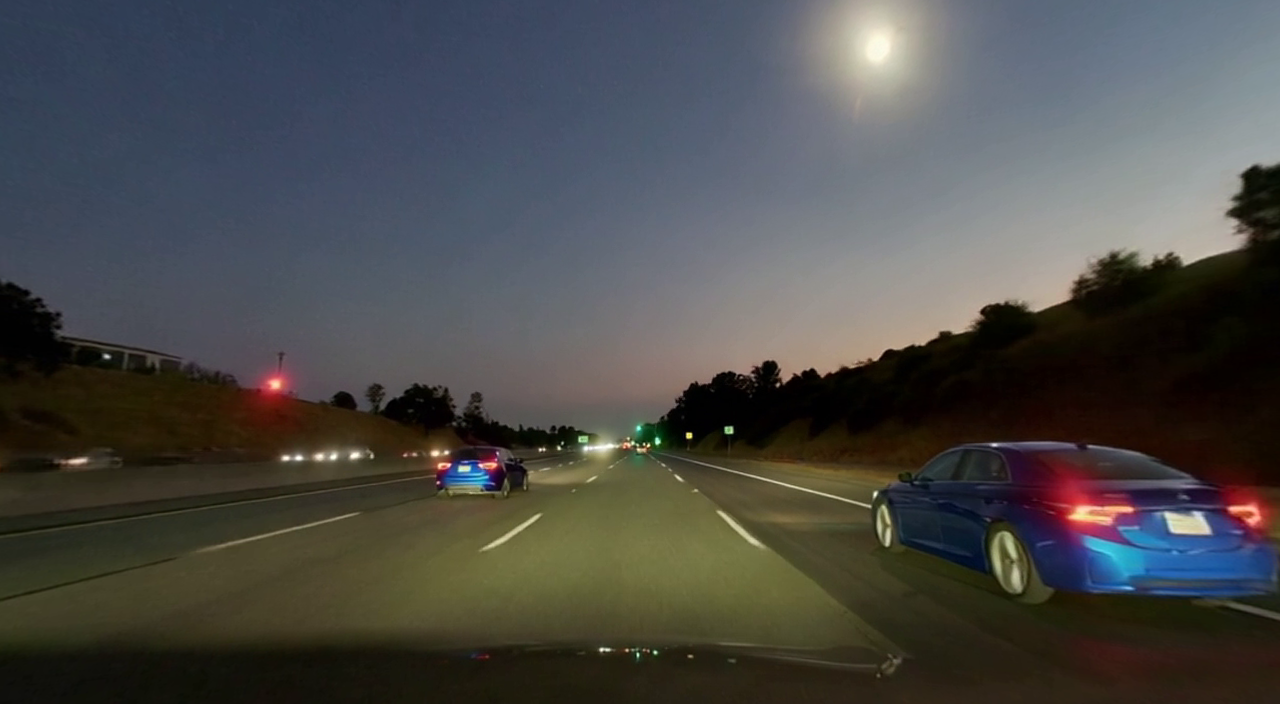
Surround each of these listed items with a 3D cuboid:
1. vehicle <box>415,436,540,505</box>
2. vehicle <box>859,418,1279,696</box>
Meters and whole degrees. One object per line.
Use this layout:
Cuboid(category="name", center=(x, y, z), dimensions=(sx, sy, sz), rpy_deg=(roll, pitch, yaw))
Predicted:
Cuboid(category="vehicle", center=(-3.956, 2.963, 16.237), dimensions=(1.987, 1.516, 4.478), rpy_deg=(0, -8, 1))
Cuboid(category="vehicle", center=(3.960, 1.462, 5.859), dimensions=(2.049, 1.481, 4.774), rpy_deg=(0, -8, -1))
